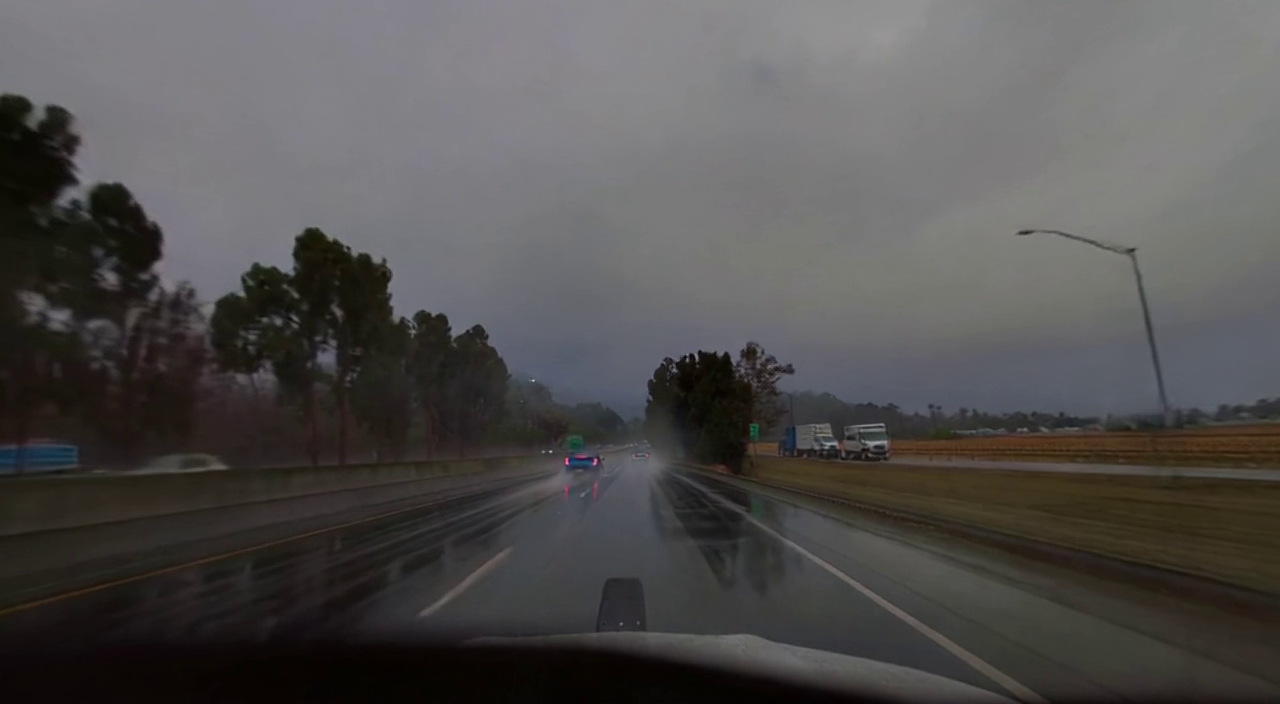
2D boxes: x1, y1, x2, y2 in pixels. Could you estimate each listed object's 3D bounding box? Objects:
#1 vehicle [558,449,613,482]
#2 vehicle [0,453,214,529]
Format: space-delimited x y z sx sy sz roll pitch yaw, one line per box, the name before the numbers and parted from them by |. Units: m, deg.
vehicle | -2.585 5.543 31.130 2.170 1.451 4.584 0 -9 2
vehicle | -12.400 3.184 15.019 1.783 1.520 3.915 0 -9 -1
